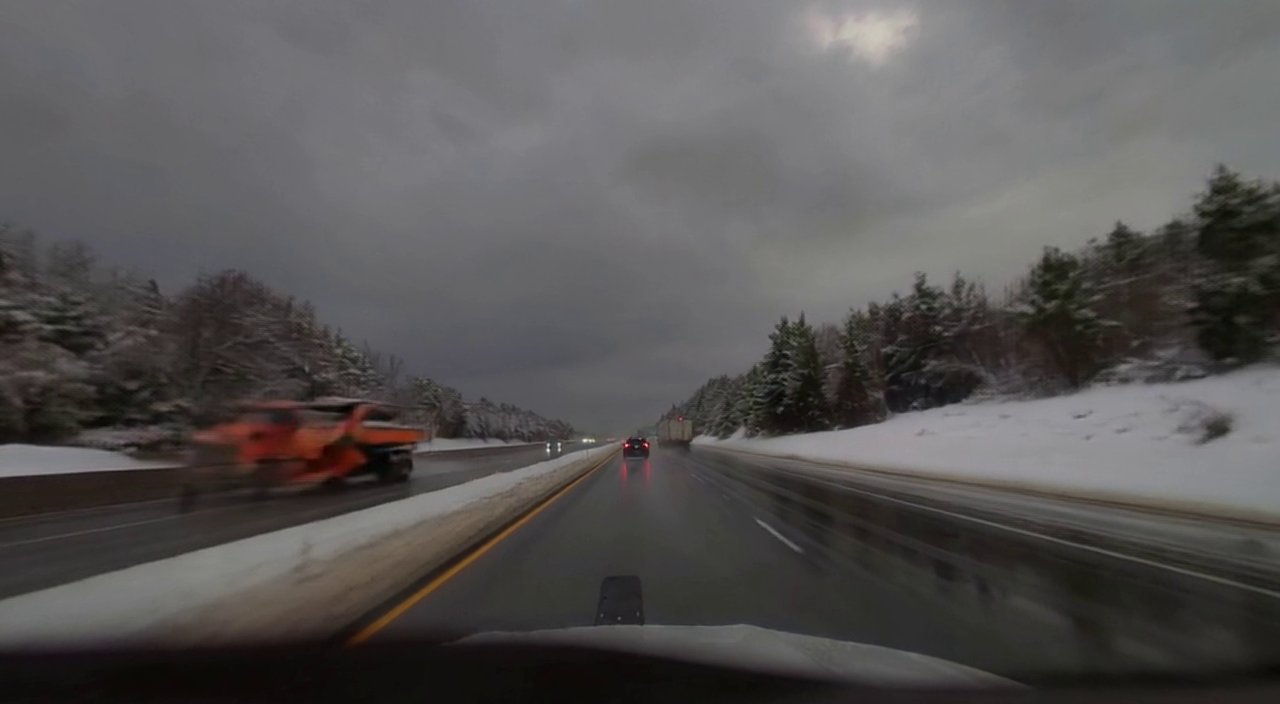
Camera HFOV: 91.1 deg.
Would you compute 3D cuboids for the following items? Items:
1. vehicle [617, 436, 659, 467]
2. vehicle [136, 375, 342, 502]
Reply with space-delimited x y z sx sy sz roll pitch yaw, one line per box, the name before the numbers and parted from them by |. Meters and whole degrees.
vehicle | -0.090 5.093 32.430 2.004 1.472 4.075 0 -8 0
vehicle | -12.854 2.873 20.905 2.949 3.613 5.682 -1 -8 0
